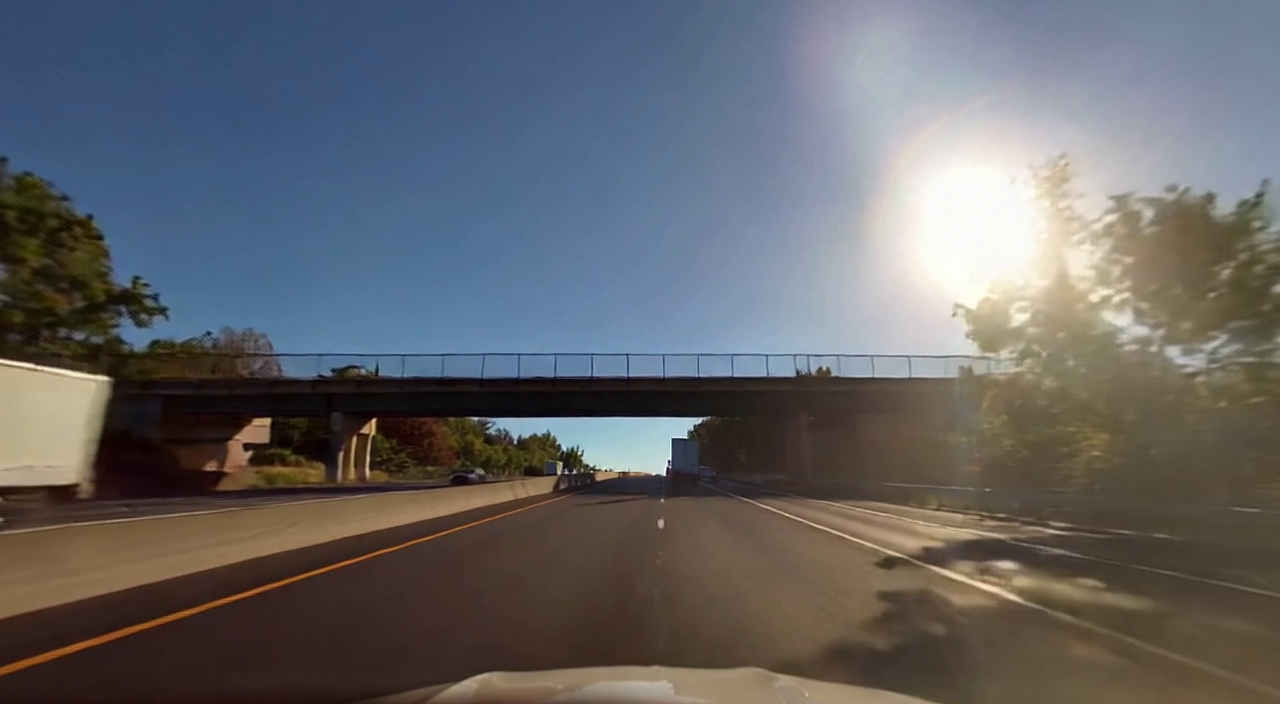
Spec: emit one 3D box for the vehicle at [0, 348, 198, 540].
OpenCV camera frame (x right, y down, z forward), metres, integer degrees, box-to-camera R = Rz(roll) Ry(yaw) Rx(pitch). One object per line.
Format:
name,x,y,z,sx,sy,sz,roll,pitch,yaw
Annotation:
vehicle,-14.139,2.090,14.024,2.798,3.751,7.543,1,-11,1
